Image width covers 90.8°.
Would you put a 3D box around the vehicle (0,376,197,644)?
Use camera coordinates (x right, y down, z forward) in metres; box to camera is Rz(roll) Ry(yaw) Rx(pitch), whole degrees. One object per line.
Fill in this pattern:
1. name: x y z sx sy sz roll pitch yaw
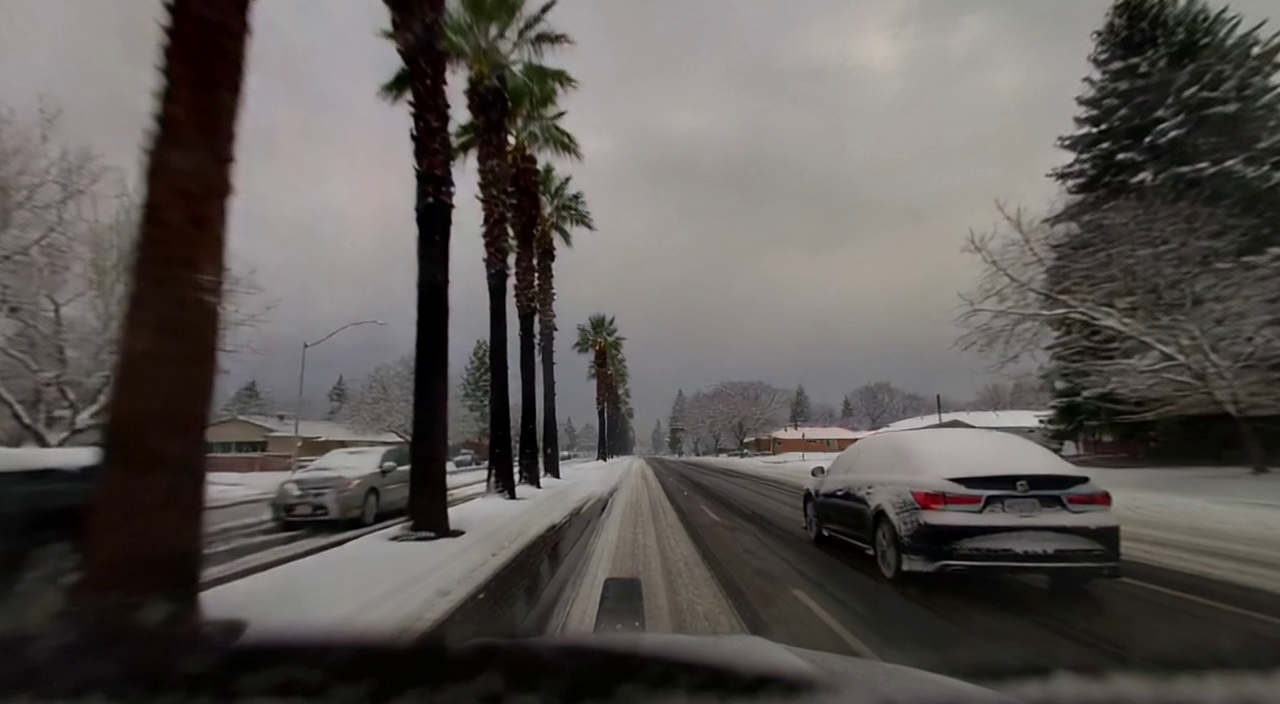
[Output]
1. vehicle: -5.185 0.911 3.313 1.917 1.756 5.264 0 -9 -1

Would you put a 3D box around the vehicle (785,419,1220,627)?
1. vehicle: 3.187 1.608 6.996 1.989 1.492 4.689 0 -9 -1

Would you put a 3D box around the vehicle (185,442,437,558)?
1. vehicle: -4.837 2.197 10.154 1.798 1.441 4.309 0 -9 -1
